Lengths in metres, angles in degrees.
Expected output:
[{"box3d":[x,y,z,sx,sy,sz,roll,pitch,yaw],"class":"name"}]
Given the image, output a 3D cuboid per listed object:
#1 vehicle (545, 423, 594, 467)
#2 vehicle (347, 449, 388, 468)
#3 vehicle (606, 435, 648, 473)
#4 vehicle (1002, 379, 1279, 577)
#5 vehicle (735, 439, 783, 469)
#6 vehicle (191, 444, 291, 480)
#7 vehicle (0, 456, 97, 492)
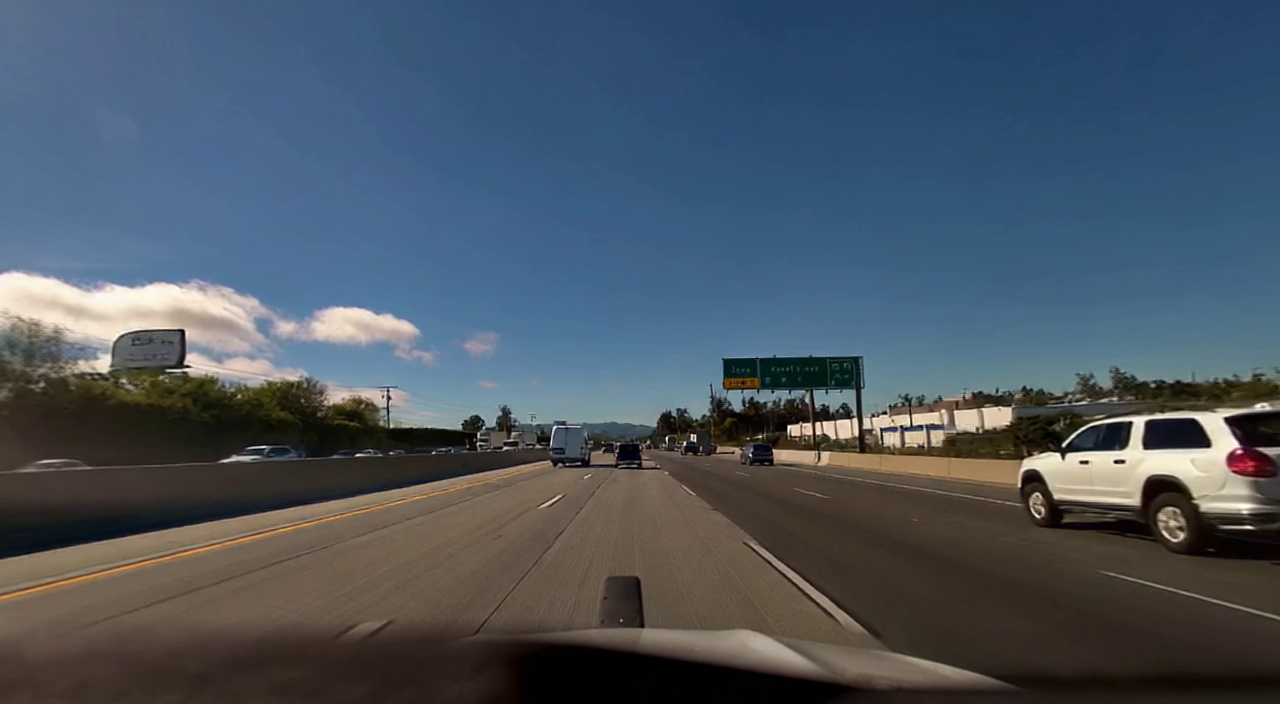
[{"box3d":[-4.434,6.022,40.783,2.398,2.593,5.808,0,-9,0],"class":"vehicle"},{"box3d":[-21.390,8.343,49.631,1.691,1.389,3.359,0,-9,0],"class":"vehicle"},{"box3d":[-0.619,5.189,32.346,2.002,1.759,4.658,0,-8,0],"class":"vehicle"},{"box3d":[7.409,1.591,8.529,2.077,1.955,4.817,0,-9,-1],"class":"vehicle"},{"box3d":[7.027,6.056,37.680,1.944,1.666,4.184,0,-9,-2],"class":"vehicle"},{"box3d":[-17.610,4.838,28.109,2.002,1.476,3.730,0,-9,-1],"class":"vehicle"},{"box3d":[-25.283,5.098,26.628,1.663,1.370,3.443,0,-9,-1],"class":"vehicle"}]
